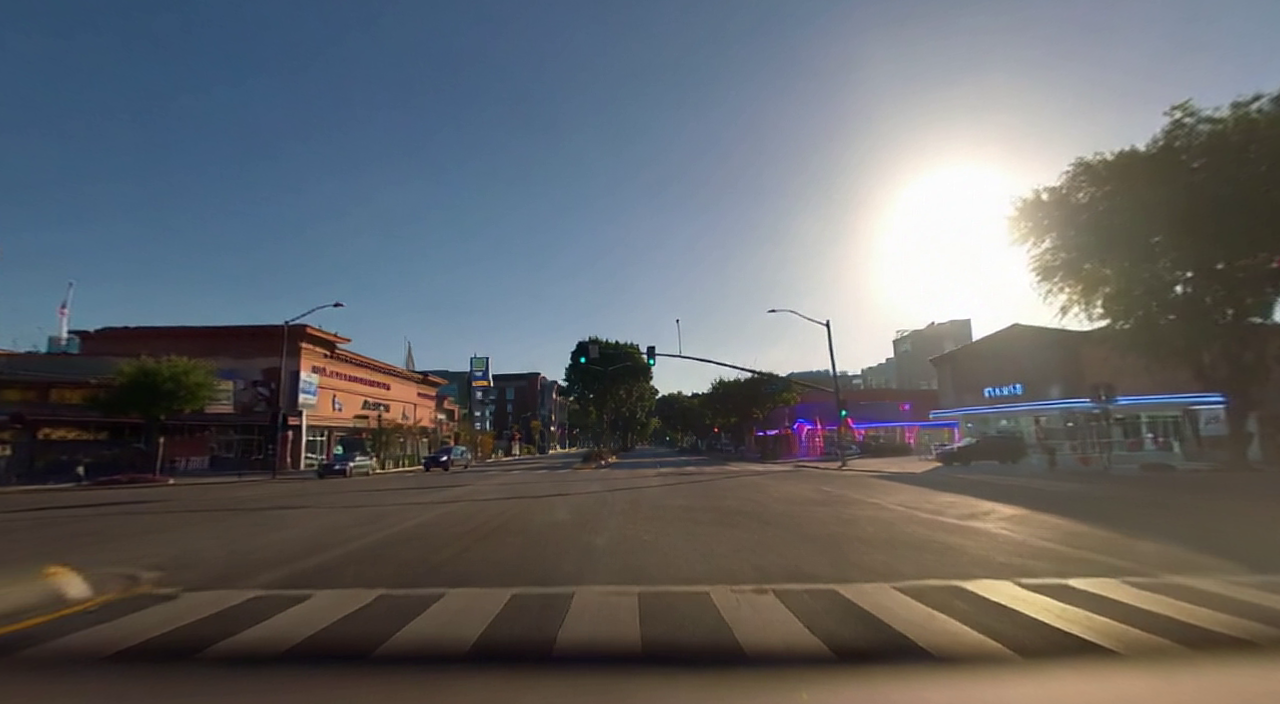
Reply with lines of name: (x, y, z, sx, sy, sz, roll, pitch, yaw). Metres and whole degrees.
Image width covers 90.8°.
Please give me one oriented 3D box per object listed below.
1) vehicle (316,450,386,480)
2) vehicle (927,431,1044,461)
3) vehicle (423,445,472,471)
vehicle: (-16.598, 6.483, 36.600, 1.924, 1.557, 4.357, 0, -8, 1)
vehicle: (20.904, 5.705, 38.385, 5.587, 1.689, 2.605, 0, -9, -3)
vehicle: (-12.975, 7.165, 42.772, 1.892, 1.639, 4.311, 0, -8, 1)
